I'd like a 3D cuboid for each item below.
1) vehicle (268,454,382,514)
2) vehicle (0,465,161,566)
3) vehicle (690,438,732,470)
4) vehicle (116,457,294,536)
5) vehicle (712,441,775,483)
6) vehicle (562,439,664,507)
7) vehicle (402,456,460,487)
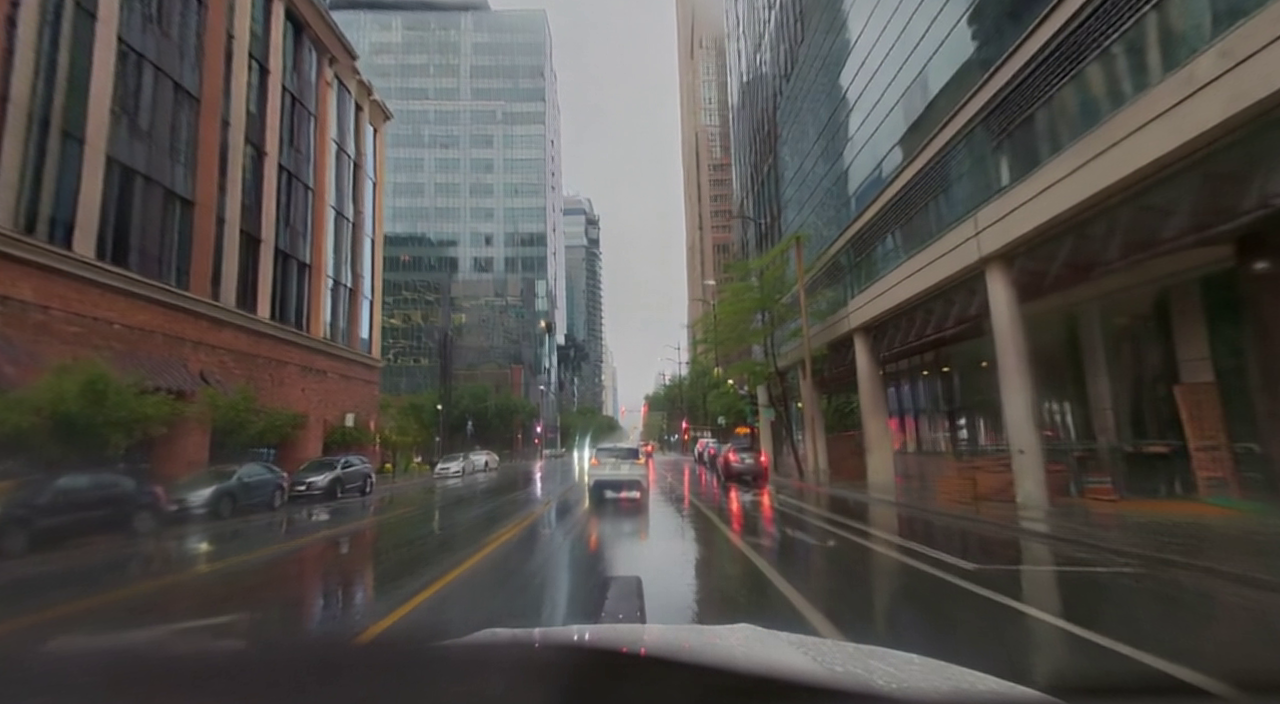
[{"bbox_3d":[-12.000,4.996,24.445,2.090,1.784,4.832,-4,-8,-2],"label":"vehicle"},{"bbox_3d":[-12.041,3.182,12.493,1.976,1.577,4.091,-4,-8,-1],"label":"vehicle"},{"bbox_3d":[4.443,6.511,40.365,1.972,1.822,4.889,-3,-9,-1],"label":"vehicle"},{"bbox_3d":[-12.156,3.993,18.125,1.945,1.712,4.648,-5,-8,-2],"label":"vehicle"},{"bbox_3d":[4.420,4.743,27.561,1.924,1.645,4.528,-1,-9,0],"label":"vehicle"},{"bbox_3d":[-0.613,2.999,16.079,2.269,1.479,3.980,0,-9,-1],"label":"vehicle"},{"bbox_3d":[-12.267,7.018,37.357,1.968,1.469,4.523,-3,-8,-1],"label":"vehicle"}]
